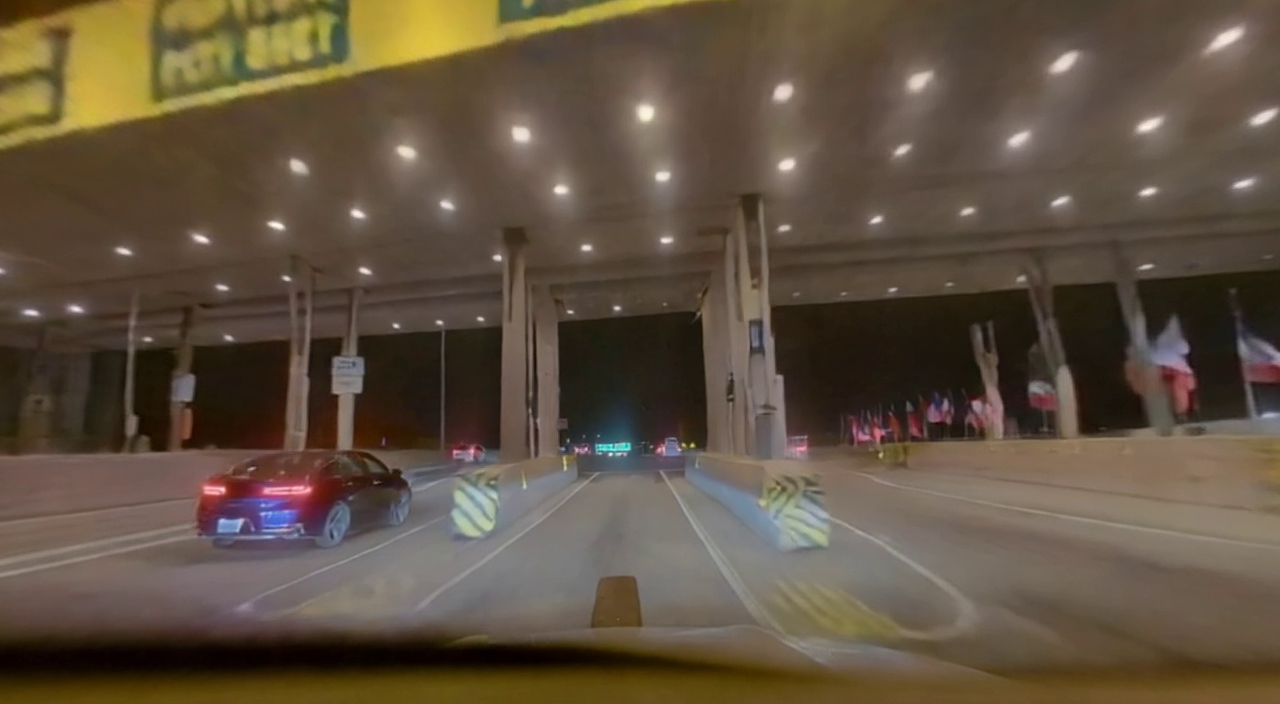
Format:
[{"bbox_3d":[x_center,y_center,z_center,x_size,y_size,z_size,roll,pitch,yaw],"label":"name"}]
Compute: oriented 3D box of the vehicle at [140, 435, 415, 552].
[{"bbox_3d":[-5.477,2.144,10.393,1.981,1.465,4.334,-1,-8,-1],"label":"vehicle"}]
